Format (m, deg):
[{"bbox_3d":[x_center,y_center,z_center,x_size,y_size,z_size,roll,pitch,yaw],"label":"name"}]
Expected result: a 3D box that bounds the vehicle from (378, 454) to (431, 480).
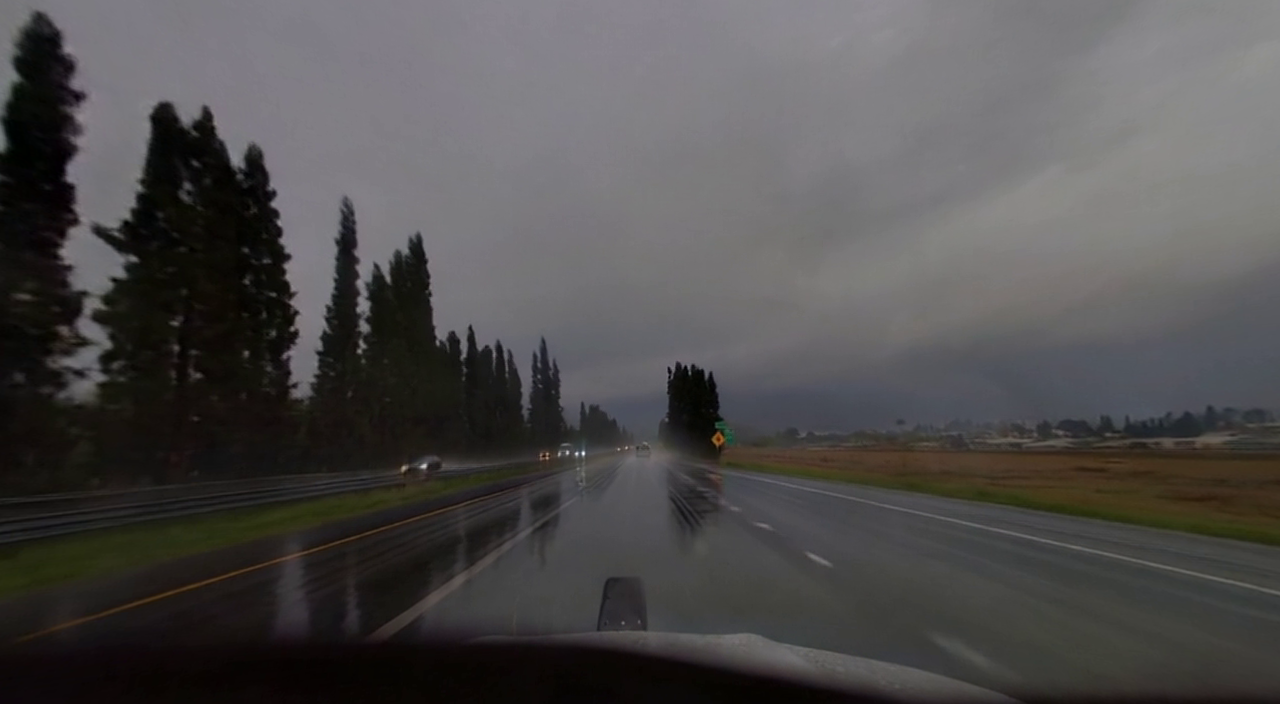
[{"bbox_3d":[-16.281,7.948,43.852,1.904,1.611,4.377,0,-9,1],"label":"vehicle"}]
